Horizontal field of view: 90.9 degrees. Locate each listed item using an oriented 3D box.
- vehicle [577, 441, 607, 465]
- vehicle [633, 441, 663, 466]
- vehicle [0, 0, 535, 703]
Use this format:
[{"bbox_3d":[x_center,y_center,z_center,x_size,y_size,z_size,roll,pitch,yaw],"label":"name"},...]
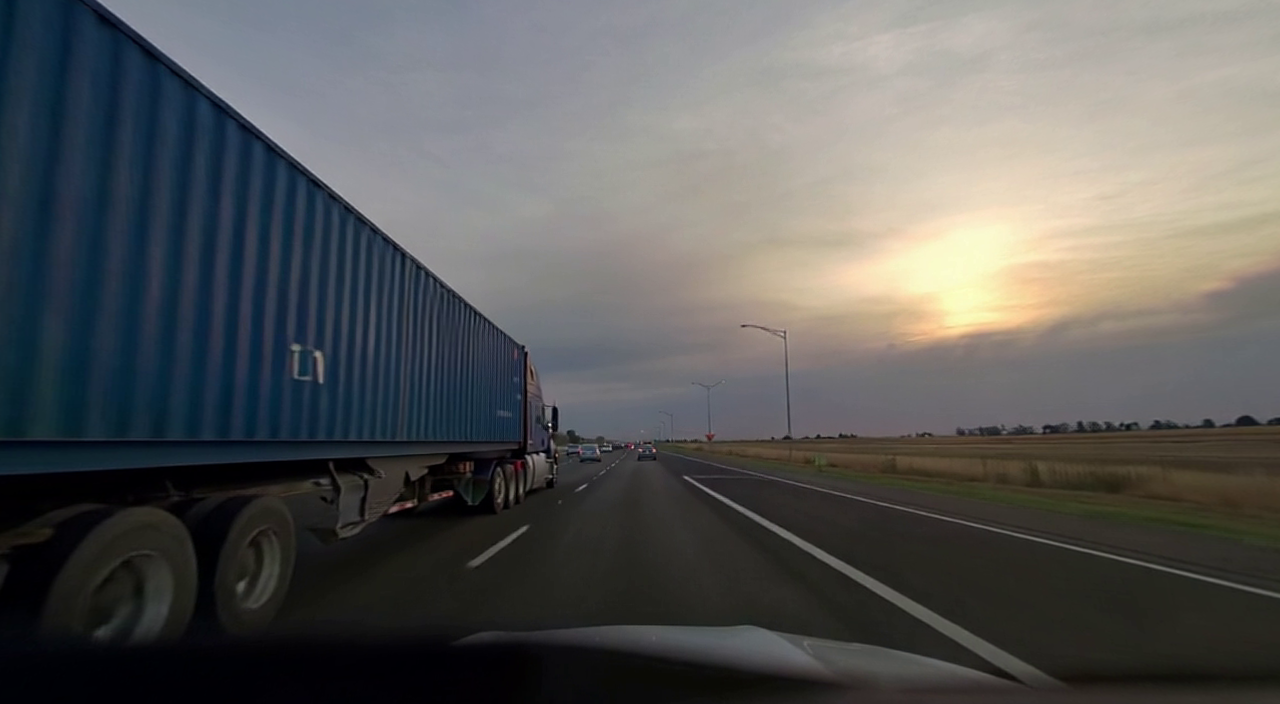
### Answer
[{"bbox_3d":[-3.703,7.877,49.333,1.995,1.745,4.187,0,-8,1],"label":"vehicle"},{"bbox_3d":[0.550,7.467,46.432,2.136,1.718,4.157,0,-8,0],"label":"vehicle"},{"bbox_3d":[-3.912,0.406,7.499,2.840,4.032,13.388,0,-8,1],"label":"vehicle"}]
